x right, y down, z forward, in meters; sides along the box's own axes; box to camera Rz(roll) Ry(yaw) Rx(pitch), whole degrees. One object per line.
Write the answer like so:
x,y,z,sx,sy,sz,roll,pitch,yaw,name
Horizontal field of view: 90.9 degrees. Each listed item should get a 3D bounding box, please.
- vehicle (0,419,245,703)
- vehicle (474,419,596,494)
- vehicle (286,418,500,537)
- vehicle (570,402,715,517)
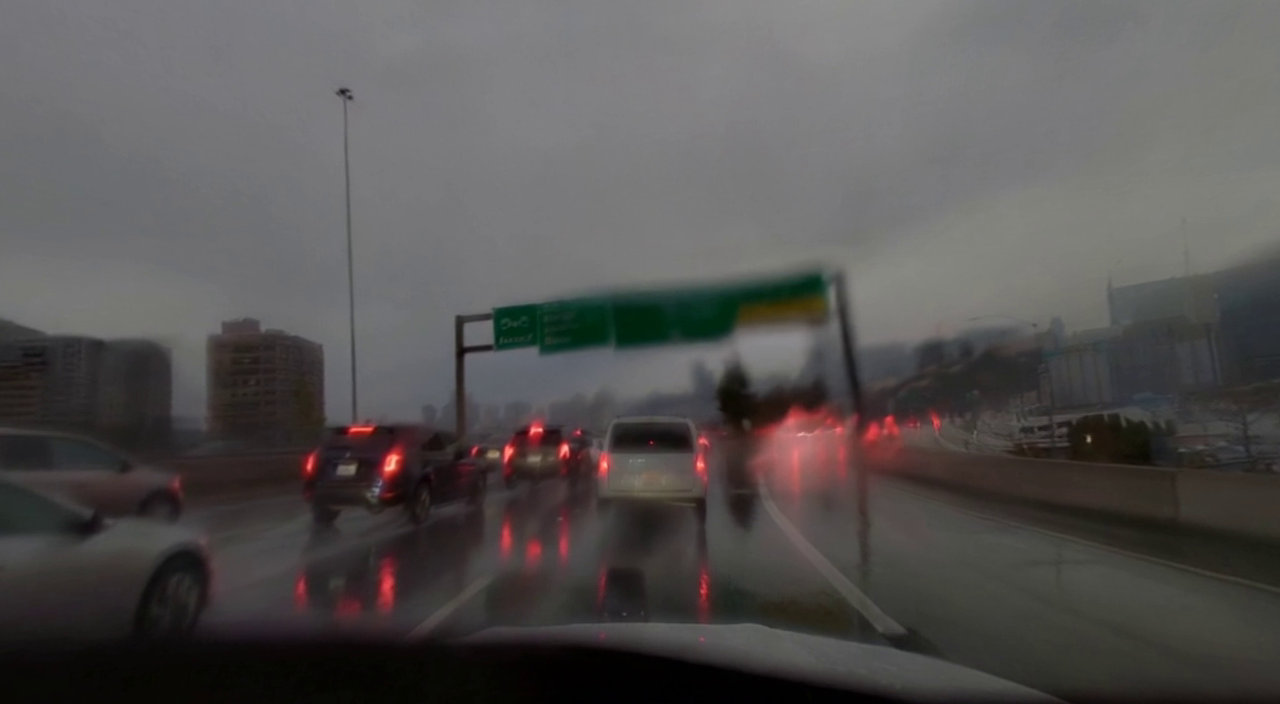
-4.177,1.020,2.737,2.087,1.481,4.225,0,-9,2,vehicle
-2.939,3.149,19.352,2.286,1.931,5.729,-1,-9,5,vehicle
-4.132,2.175,11.516,1.953,1.729,4.377,0,-9,3,vehicle
0.145,2.388,14.419,2.616,2.063,5.933,0,-9,2,vehicle
